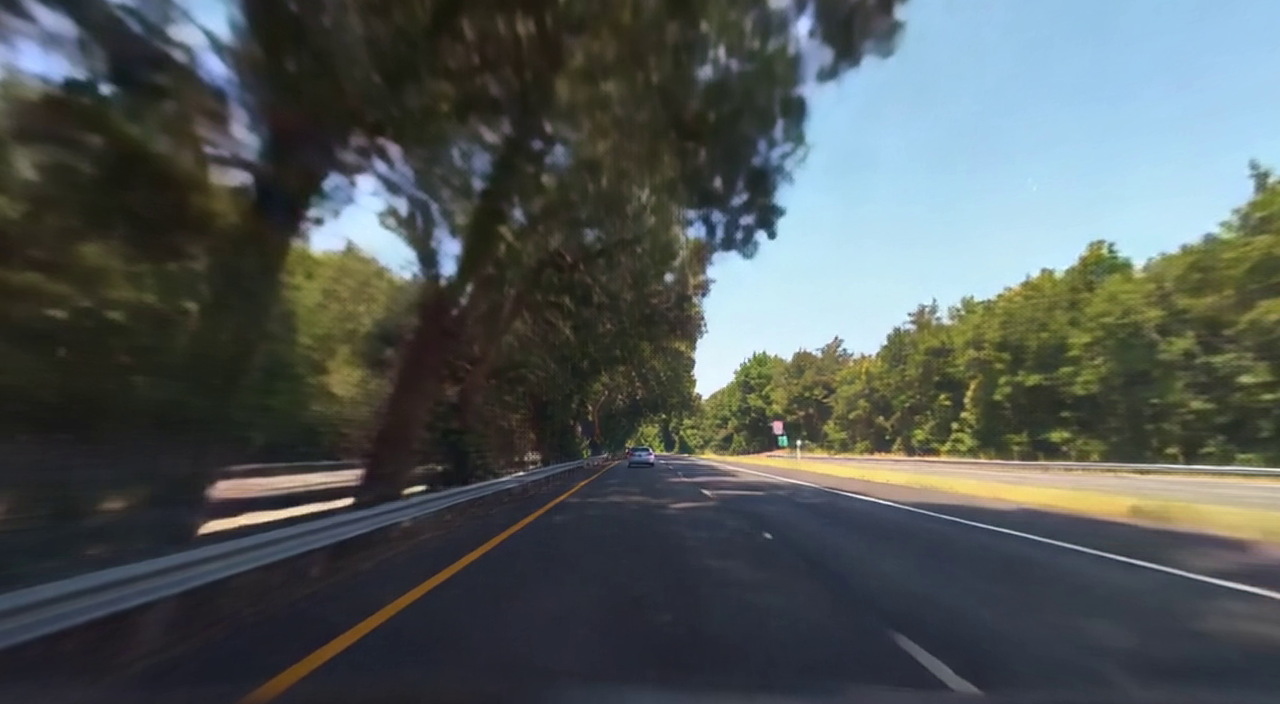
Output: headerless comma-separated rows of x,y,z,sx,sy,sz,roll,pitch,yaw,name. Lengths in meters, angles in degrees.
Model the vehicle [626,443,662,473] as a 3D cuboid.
0.218,6.201,37.028,1.987,1.658,3.620,0,-9,0,vehicle
